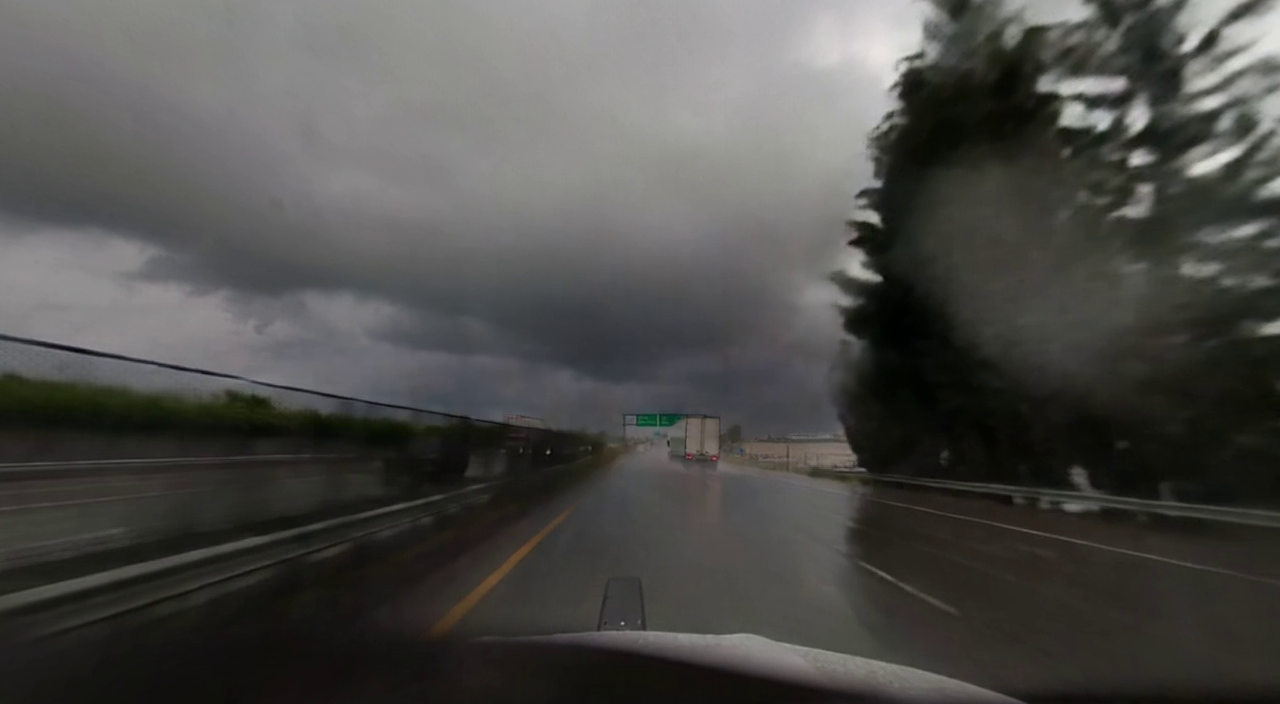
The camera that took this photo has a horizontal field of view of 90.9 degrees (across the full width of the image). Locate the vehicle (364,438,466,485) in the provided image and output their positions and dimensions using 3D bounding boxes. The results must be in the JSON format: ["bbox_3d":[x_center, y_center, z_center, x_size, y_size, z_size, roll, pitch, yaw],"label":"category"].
[{"bbox_3d":[-7.906,3.887,22.654,1.956,1.490,4.513,0,-9,0],"label":"vehicle"}]

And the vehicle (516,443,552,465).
[{"bbox_3d":[-7.983,7.713,47.723,1.914,1.557,4.081,0,-9,1],"label":"vehicle"}]
